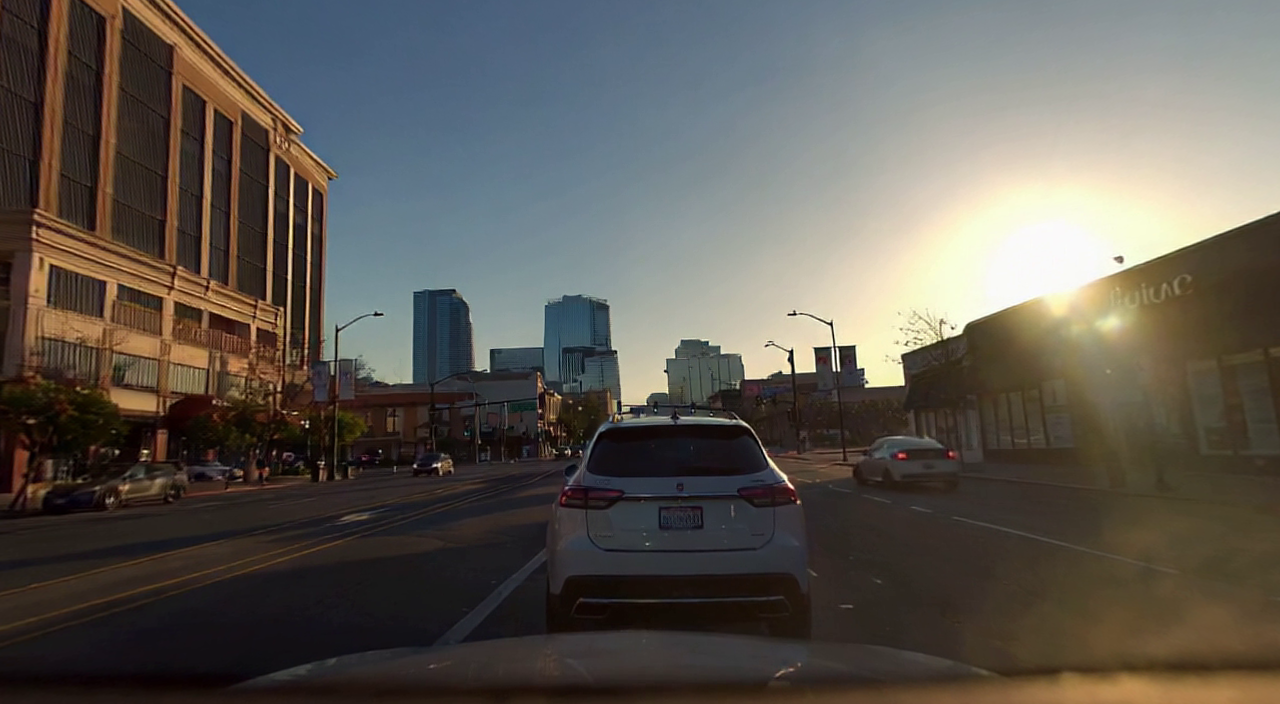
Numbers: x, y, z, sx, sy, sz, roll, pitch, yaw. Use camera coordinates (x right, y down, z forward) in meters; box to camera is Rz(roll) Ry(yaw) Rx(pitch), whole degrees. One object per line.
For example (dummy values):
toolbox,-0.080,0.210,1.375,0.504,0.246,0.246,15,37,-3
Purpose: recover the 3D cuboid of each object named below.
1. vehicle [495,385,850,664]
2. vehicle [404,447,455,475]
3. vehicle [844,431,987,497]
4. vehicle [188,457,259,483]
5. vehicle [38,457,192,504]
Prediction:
vehicle,0.197,1.320,5.806,2.125,1.669,3.880,0,-8,0
vehicle,-13.650,7.070,41.114,1.965,1.695,4.284,0,-8,-2
vehicle,7.050,2.898,16.675,1.900,1.507,4.151,0,-8,0
vehicle,-27.900,7.877,42.376,1.861,1.578,4.152,0,-8,1
vehicle,-21.358,5.215,25.958,4.608,1.659,1.981,6,-10,-34
